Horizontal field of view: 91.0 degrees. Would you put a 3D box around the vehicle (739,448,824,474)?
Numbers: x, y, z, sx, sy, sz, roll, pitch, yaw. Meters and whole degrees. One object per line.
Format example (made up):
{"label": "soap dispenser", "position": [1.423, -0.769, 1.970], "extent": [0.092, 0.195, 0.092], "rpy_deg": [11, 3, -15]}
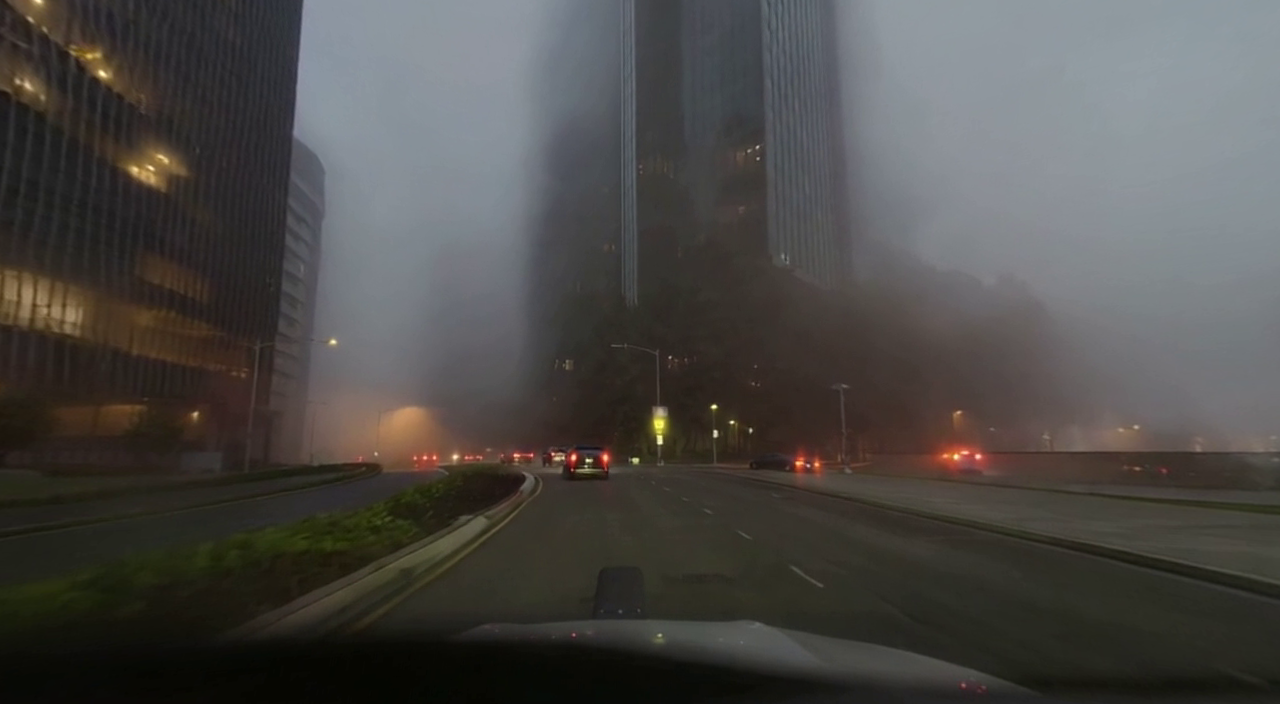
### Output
{"label": "vehicle", "position": [8.416, 6.562, 37.900], "extent": [4.645, 1.505, 2.100], "rpy_deg": [0, -9, 2]}

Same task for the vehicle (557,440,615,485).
{"label": "vehicle", "position": [-2.251, 4.555, 26.235], "extent": [2.183, 1.675, 4.319], "rpy_deg": [1, -9, -5]}
